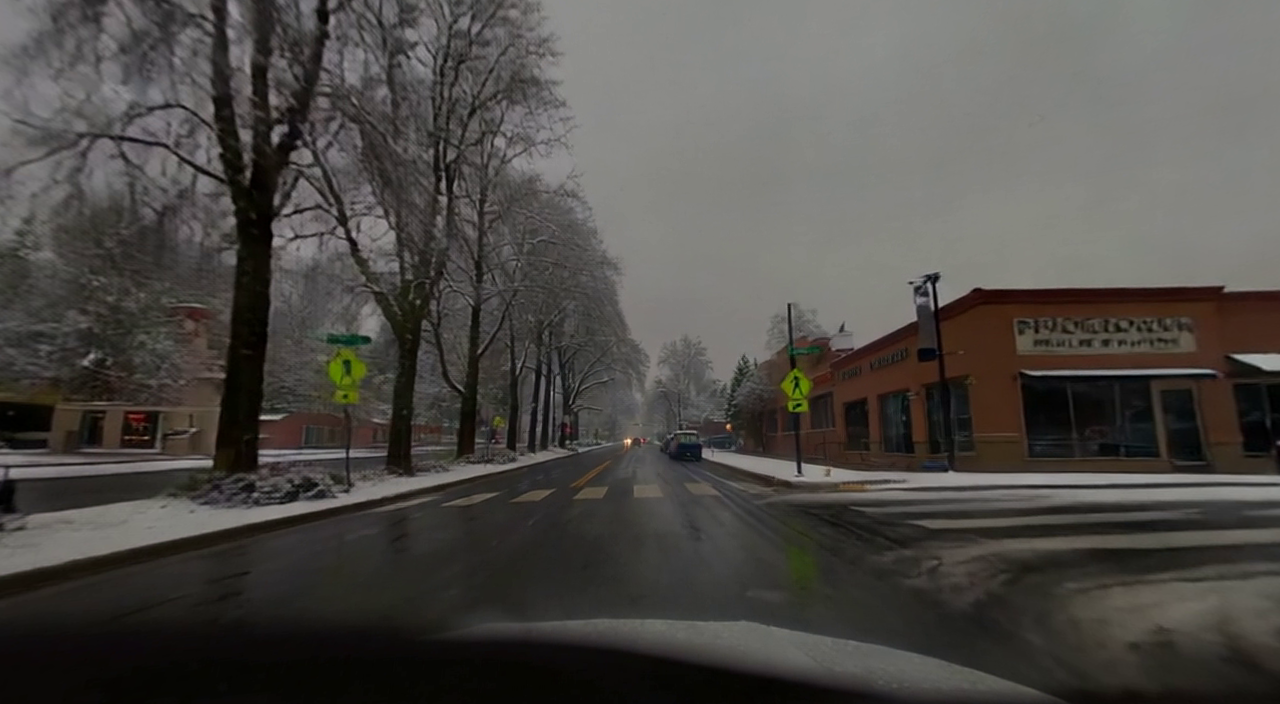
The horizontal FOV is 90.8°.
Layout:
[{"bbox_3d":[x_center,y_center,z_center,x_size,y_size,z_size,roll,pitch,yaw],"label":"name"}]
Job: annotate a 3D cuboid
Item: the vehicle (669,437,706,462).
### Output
[{"bbox_3d":[3.042,6.377,41.267,2.152,1.527,4.010,0,-9,0],"label":"vehicle"}]
